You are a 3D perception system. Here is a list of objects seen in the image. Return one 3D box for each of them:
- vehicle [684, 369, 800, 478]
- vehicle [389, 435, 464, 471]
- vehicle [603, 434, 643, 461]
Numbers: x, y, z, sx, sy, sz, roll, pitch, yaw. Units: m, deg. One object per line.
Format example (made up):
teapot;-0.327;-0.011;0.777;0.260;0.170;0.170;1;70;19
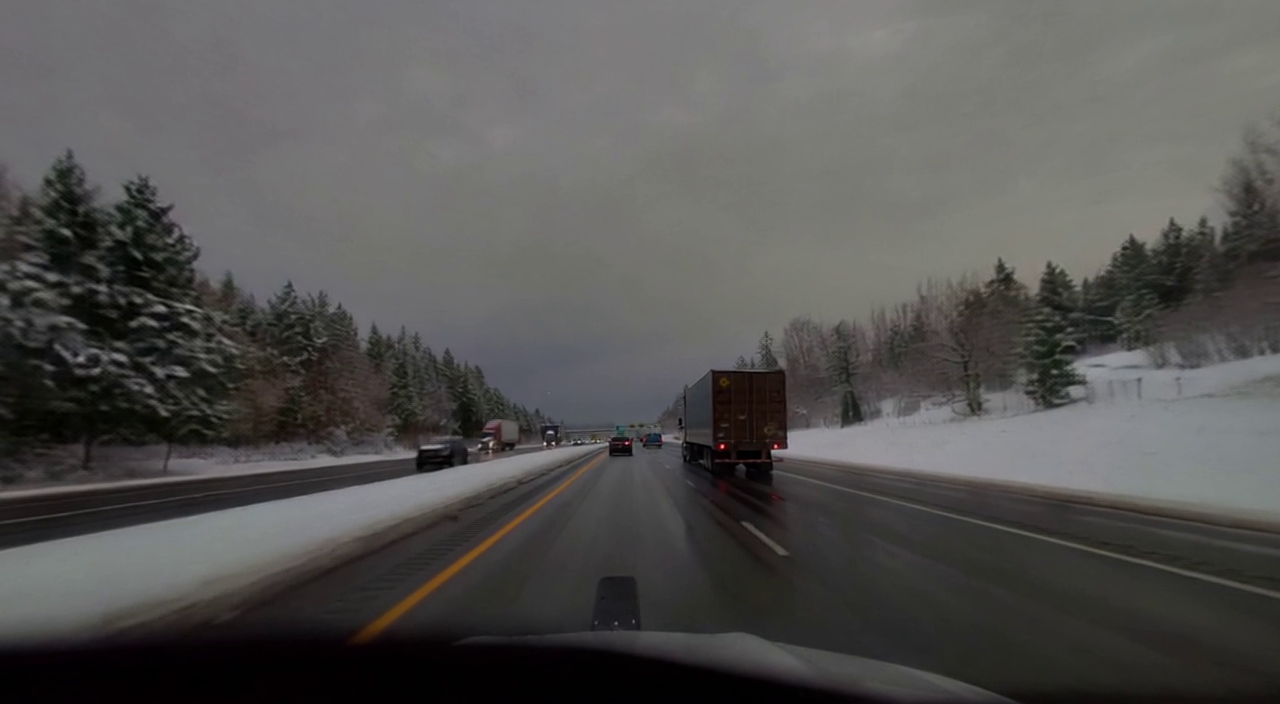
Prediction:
vehicle;3.616;2.860;24.728;2.921;3.526;8.207;0;-8;-2
vehicle;-9.602;4.561;28.739;1.910;1.492;4.302;0;-8;-1
vehicle;-1.009;5.630;37.431;2.259;1.466;3.693;0;-8;-1
